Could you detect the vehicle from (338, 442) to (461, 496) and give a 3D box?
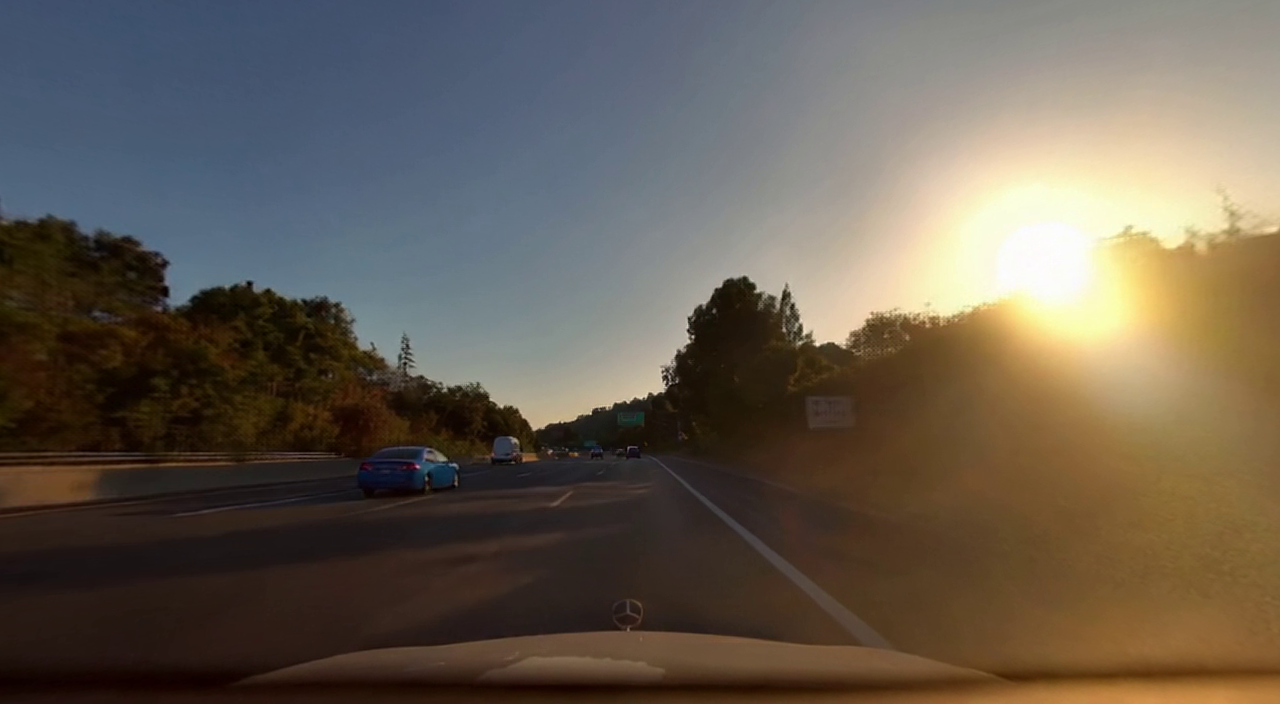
[{"bbox_3d":[-7.399,3.636,20.031,1.981,1.486,4.735,0,-8,1],"label":"vehicle"}]
